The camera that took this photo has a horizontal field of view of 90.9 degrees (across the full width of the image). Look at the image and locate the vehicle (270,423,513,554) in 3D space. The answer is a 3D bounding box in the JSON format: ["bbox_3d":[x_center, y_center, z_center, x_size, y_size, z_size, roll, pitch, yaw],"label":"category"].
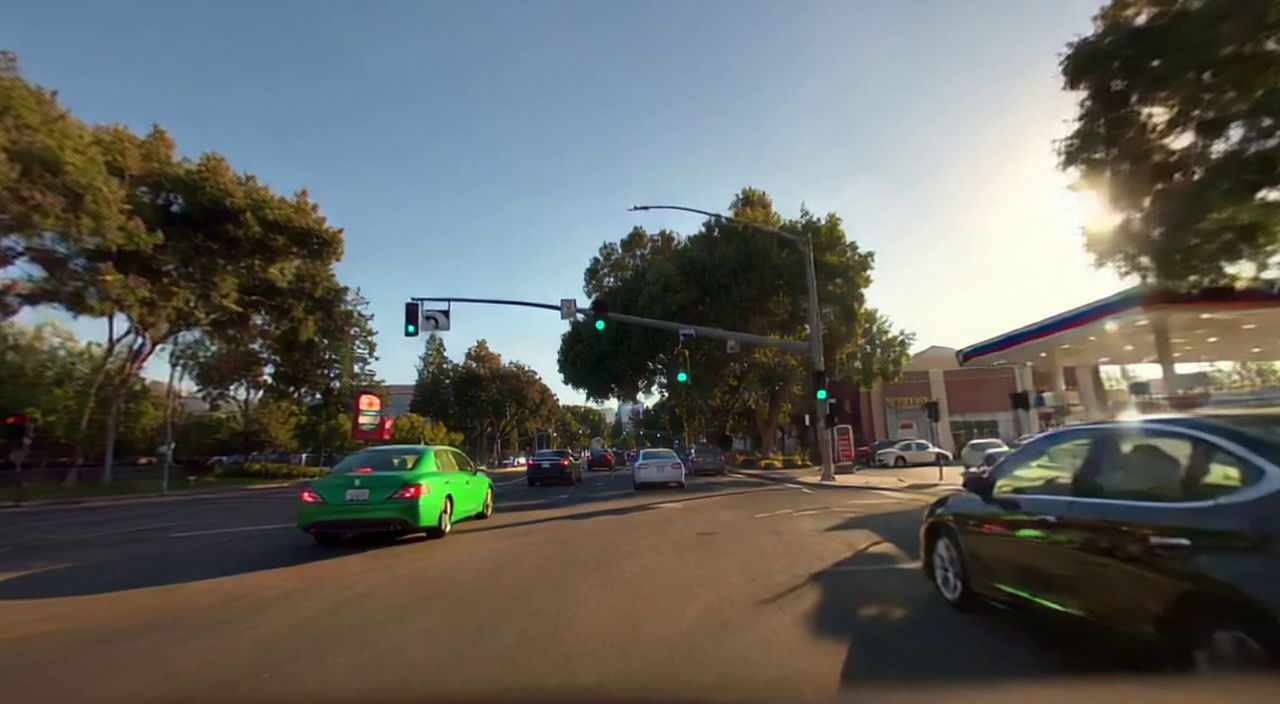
[{"bbox_3d":[-3.757,2.170,10.751,2.023,1.687,4.874,0,-9,2],"label":"vehicle"}]

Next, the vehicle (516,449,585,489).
[{"bbox_3d":[-3.433,4.581,25.003,1.995,1.436,4.500,0,-9,1],"label":"vehicle"}]

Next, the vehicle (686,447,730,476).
[{"bbox_3d":[3.751,6.110,35.461,1.920,1.479,4.548,0,-9,-1],"label":"vehicle"}]

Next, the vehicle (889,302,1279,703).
[{"bbox_3d":[3.426,0.952,3.821,1.992,1.805,4.549,0,-9,1],"label":"vehicle"}]

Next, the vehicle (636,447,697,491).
[{"bbox_3d":[0.892,4.153,22.680,1.994,1.433,3.894,0,-9,1],"label":"vehicle"}]
